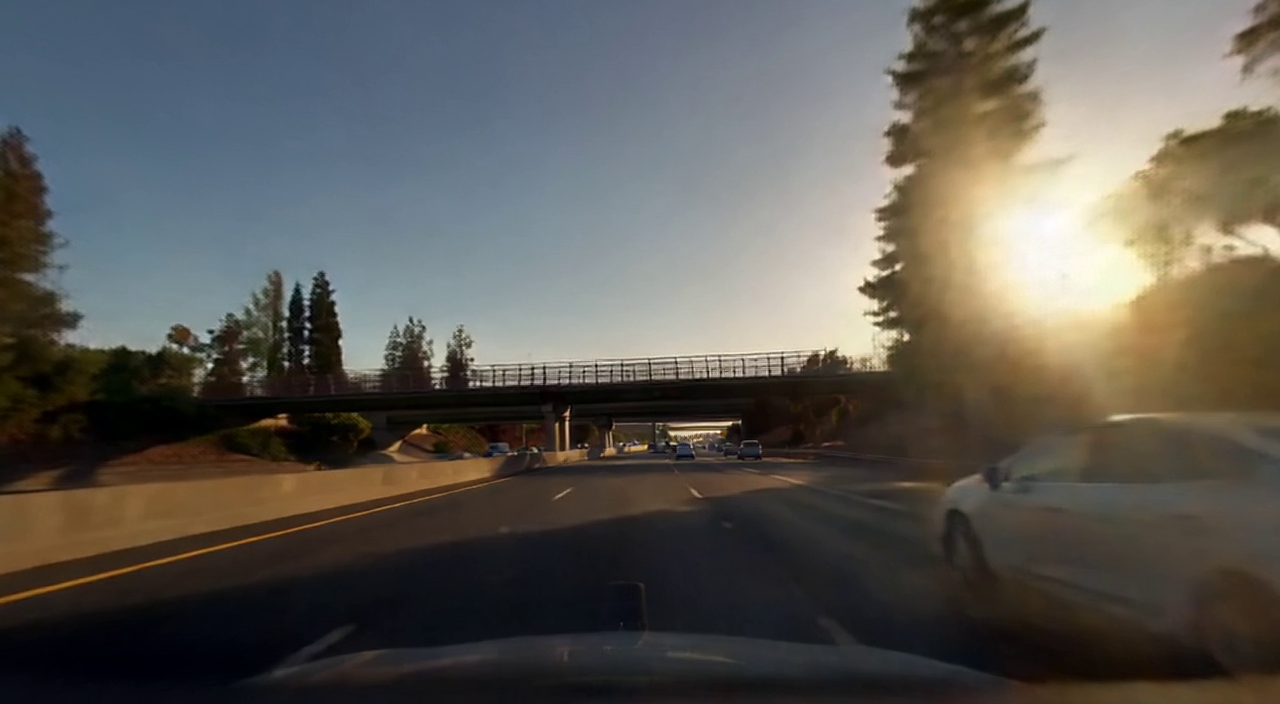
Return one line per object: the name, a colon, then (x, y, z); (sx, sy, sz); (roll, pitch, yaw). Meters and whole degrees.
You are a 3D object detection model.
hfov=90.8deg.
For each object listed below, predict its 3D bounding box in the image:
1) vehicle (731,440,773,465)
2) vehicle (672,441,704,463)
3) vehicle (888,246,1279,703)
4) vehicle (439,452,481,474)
vehicle: (7.321, 6.622, 41.753); (1.989, 1.529, 4.375); (0, -9, 0)
vehicle: (3.424, 7.202, 45.534); (1.981, 1.471, 4.342); (0, -9, 0)
vehicle: (3.753, 0.734, 3.057); (2.693, 2.044, 5.882); (0, -9, 0)
vehicle: (-14.098, 8.735, 49.830); (1.851, 1.460, 4.715); (-3, -8, 1)
